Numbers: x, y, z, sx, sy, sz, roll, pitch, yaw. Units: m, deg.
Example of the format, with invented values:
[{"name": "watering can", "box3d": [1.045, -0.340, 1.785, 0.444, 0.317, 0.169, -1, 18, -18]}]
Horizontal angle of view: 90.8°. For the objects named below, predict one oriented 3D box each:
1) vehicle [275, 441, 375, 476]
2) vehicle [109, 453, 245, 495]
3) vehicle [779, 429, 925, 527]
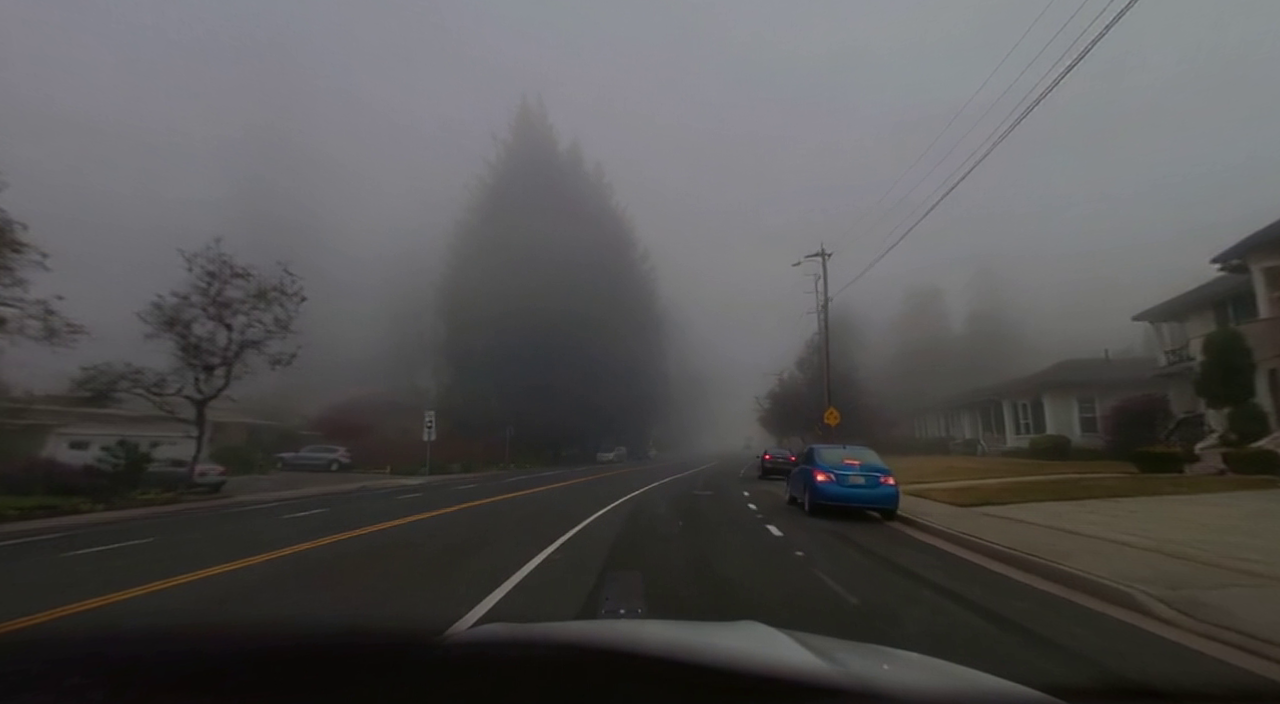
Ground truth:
[{"name": "vehicle", "box3d": [-19.568, 6.613, 39.372, 5.134, 2.110, 2.040, -1, -9, 5]}, {"name": "vehicle", "box3d": [-18.326, 4.787, 25.087, 4.284, 1.549, 1.828, -2, -9, 11]}, {"name": "vehicle", "box3d": [4.419, 2.674, 13.973, 1.989, 1.782, 4.351, -1, -9, 4]}]
